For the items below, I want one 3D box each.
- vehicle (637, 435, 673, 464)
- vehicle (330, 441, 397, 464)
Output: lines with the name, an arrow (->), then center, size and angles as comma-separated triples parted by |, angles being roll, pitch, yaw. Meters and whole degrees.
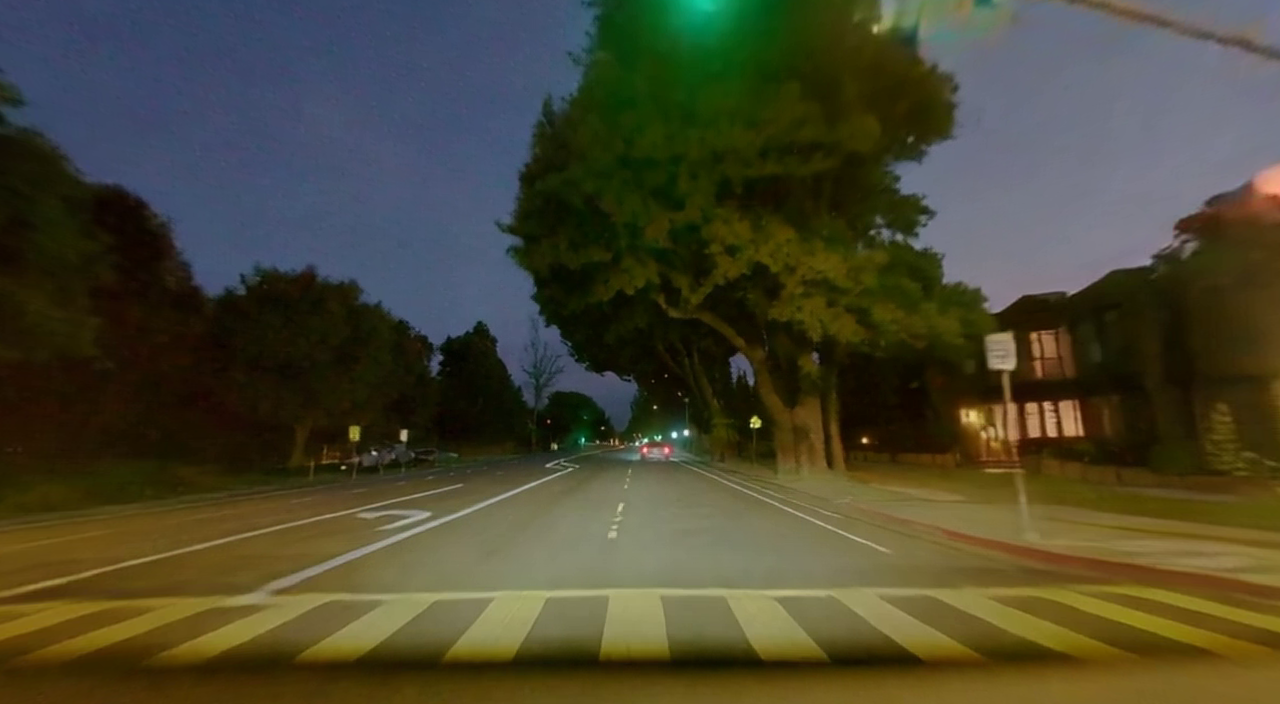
vehicle -> 0.940, 6.496, 42.148 | 2.215, 1.799, 4.426 | 0, -8, -1
vehicle -> -20.939, 7.634, 47.966 | 4.206, 1.721, 1.807 | 0, -8, 0
